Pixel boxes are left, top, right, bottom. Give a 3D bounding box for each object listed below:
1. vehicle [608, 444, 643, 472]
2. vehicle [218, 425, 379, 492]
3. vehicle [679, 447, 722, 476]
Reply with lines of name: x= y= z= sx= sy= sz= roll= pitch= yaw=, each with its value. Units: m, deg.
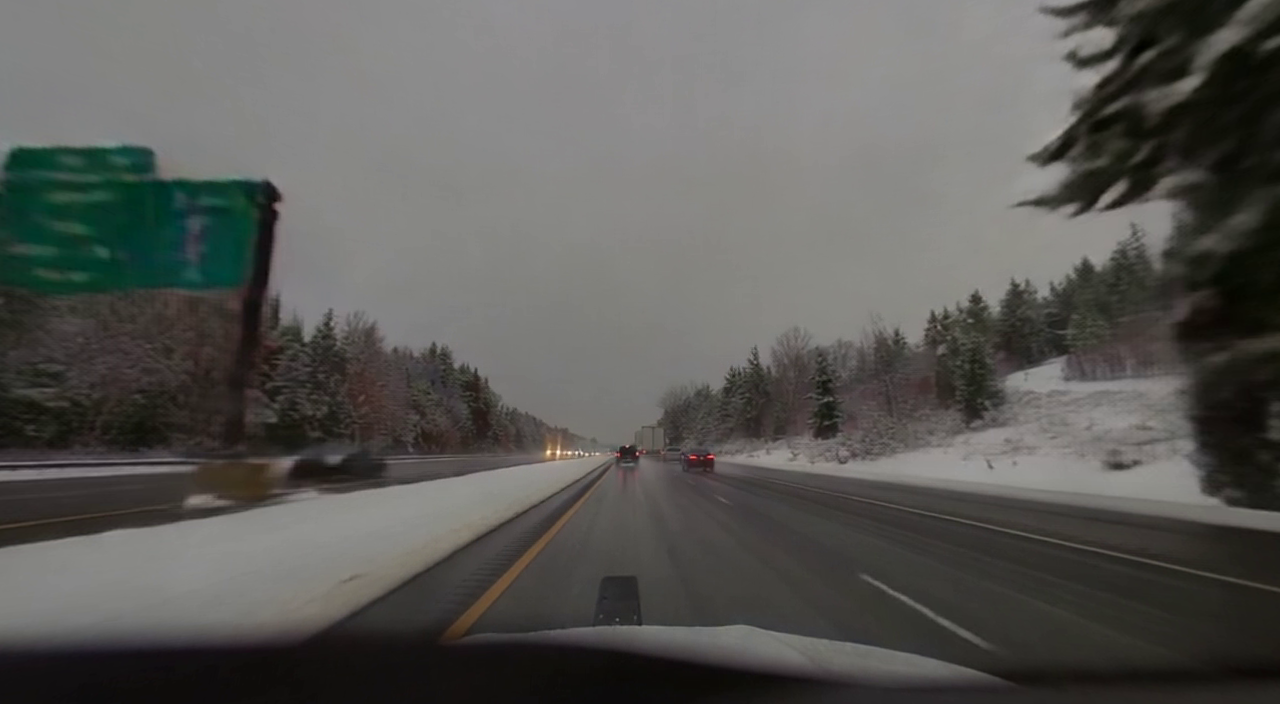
vehicle: x=-0.991 y=7.018 z=41.599 sx=2.151 sy=1.693 sz=4.201 roll=0 pitch=-9 yaw=-2
vehicle: x=-8.810 y=2.811 z=16.706 sx=1.898 sy=1.521 sz=4.308 roll=0 pitch=-9 yaw=-1
vehicle: x=3.344 y=6.143 z=35.324 sx=1.968 sy=1.513 sz=3.911 roll=0 pitch=-9 yaw=-2
